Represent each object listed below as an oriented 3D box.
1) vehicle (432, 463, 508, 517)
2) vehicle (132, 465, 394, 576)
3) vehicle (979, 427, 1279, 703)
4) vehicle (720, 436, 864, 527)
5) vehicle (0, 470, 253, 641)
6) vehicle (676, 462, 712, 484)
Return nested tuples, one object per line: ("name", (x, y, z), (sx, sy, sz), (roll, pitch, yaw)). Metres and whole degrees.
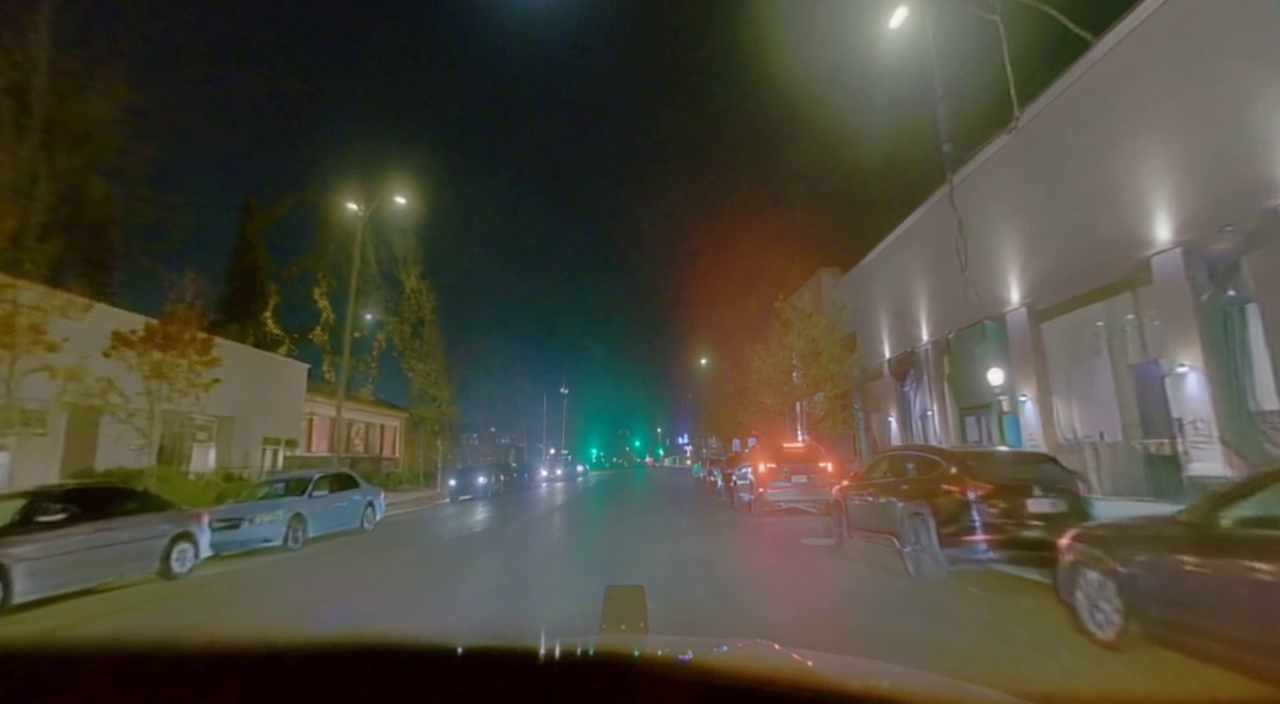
("vehicle", (-7.146, 5.827, 27.115), (1.996, 1.770, 5.518), (-1, -8, -3))
("vehicle", (-7.089, 3.176, 12.724), (2.182, 1.522, 4.946), (-3, -8, 2))
("vehicle", (4.056, 1.129, 3.180), (1.973, 1.494, 4.867), (-1, -9, 0))
("vehicle", (3.792, 3.352, 17.017), (2.390, 2.005, 5.276), (0, -9, -2))
("vehicle", (-7.212, 2.287, 7.562), (2.001, 1.502, 4.851), (-1, -8, 1))
("vehicle", (4.033, 9.094, 47.684), (2.081, 1.463, 4.263), (0, -9, -3))
